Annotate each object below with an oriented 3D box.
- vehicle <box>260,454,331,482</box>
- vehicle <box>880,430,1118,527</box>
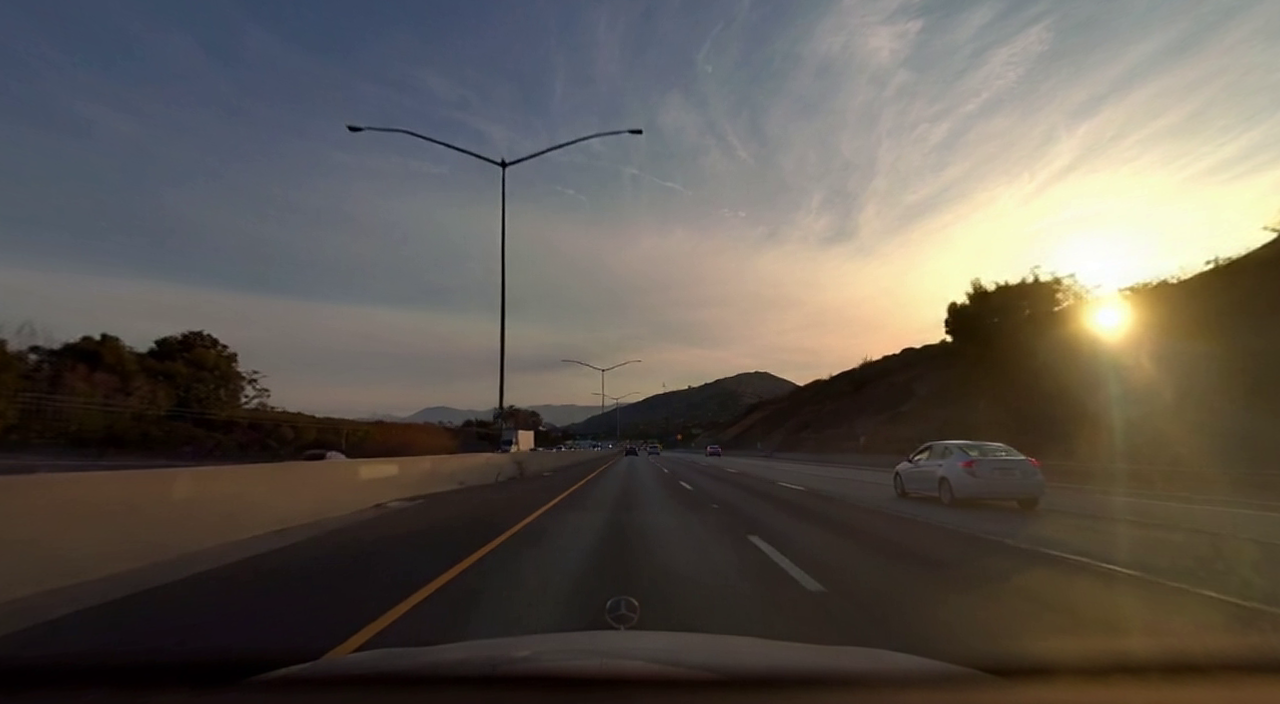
[{"bbox_3d":[-20.723,6.977,38.180,1.832,1.504,4.322,0,-9,0],"label":"vehicle"},{"bbox_3d":[6.745,2.405,12.647,1.901,1.548,4.684,0,-9,-1],"label":"vehicle"}]
